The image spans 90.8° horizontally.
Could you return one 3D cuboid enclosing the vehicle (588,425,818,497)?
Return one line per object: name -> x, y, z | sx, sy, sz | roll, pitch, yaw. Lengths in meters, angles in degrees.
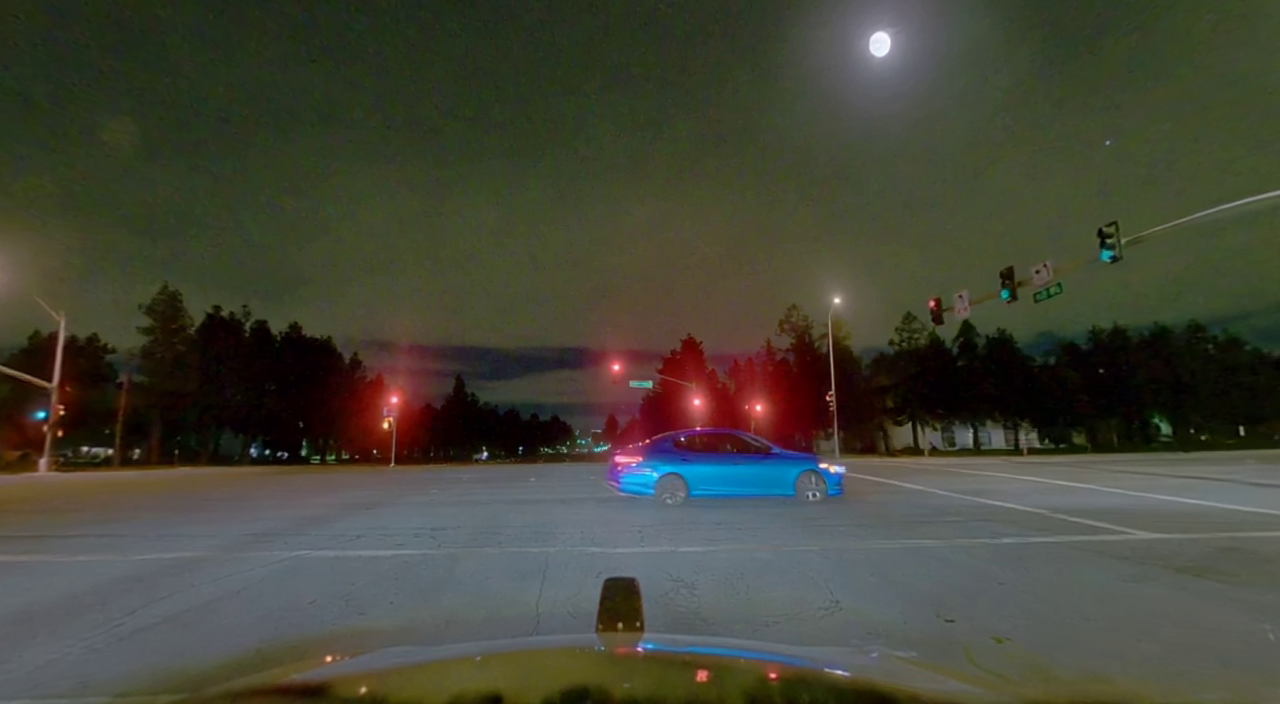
vehicle -> 1.248, 2.371, 13.963 | 4.736, 1.445, 1.933 | 0, -8, -3
